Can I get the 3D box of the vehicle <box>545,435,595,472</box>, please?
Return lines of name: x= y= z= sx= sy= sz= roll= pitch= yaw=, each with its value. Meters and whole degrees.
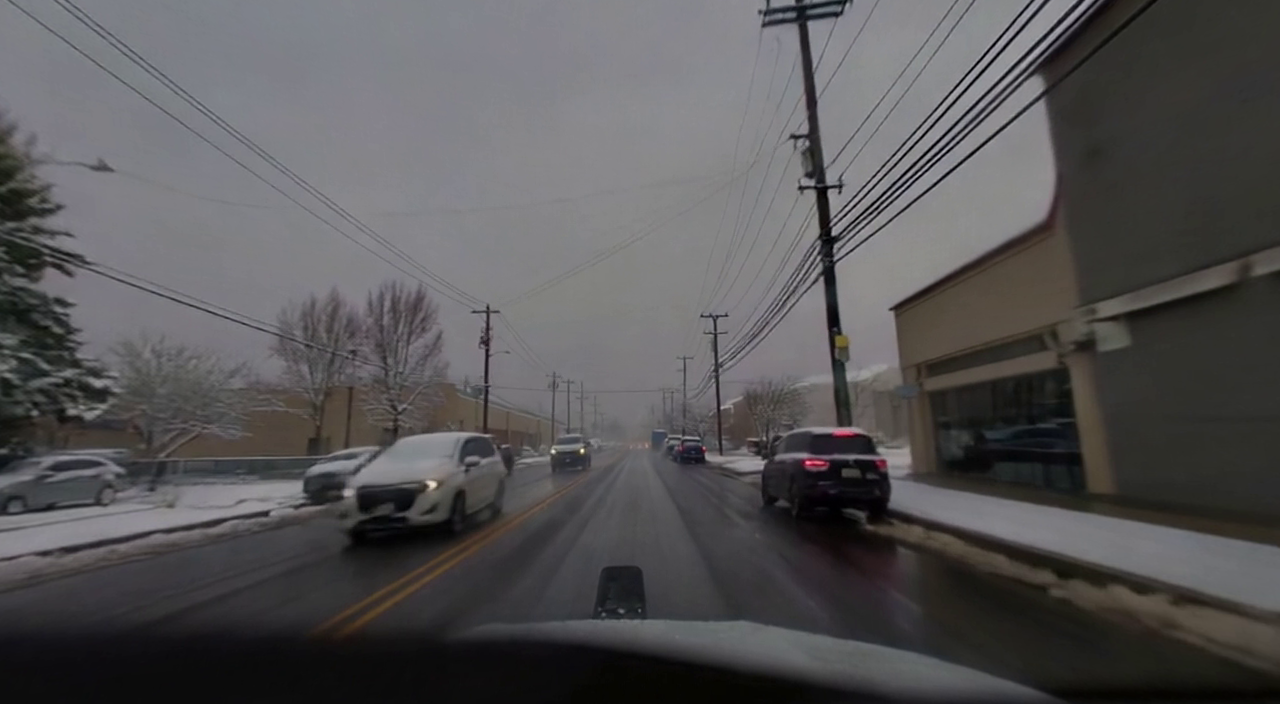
vehicle: x=-3.841 y=5.712 z=35.732 sx=2.229 sy=1.889 sz=4.816 roll=0 pitch=-8 yaw=1

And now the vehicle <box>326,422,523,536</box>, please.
vehicle: x=-3.705 y=2.271 z=11.920 sx=2.100 sy=1.723 sz=4.433 roll=0 pitch=-8 yaw=1

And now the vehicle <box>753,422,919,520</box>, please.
vehicle: x=3.903 y=2.465 z=13.593 sx=2.092 sy=1.730 sz=4.595 roll=0 pitch=-8 yaw=0

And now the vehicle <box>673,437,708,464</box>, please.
vehicle: x=3.748 y=7.505 z=48.253 sx=2.333 sy=1.967 sz=6.008 roll=0 pitch=-8 yaw=1

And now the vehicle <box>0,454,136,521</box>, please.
vehicle: x=-16.784 y=3.691 z=17.440 sx=1.928 sy=1.570 sz=4.635 roll=-2 pitch=-8 yaw=-1
